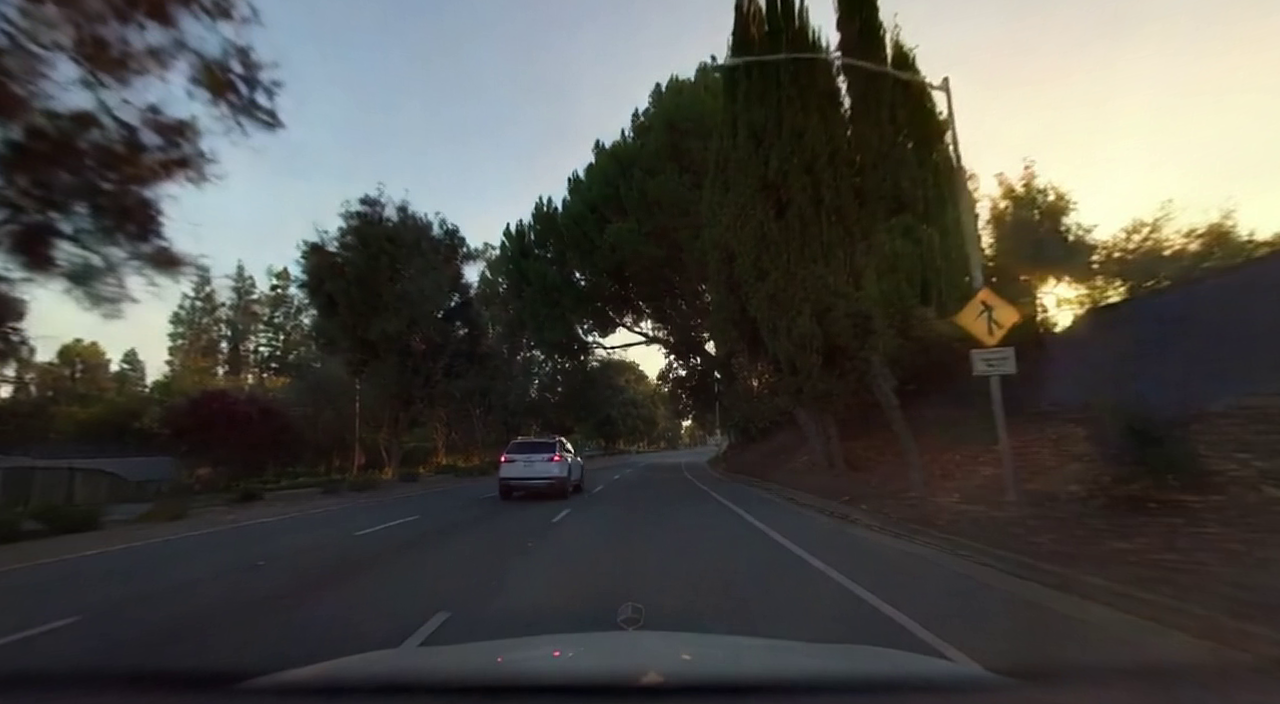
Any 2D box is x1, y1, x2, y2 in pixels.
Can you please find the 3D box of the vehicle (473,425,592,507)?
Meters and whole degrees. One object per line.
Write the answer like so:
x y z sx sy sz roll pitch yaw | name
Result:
-2.670 2.999 16.991 2.160 1.855 4.695 -1 -9 3 | vehicle
